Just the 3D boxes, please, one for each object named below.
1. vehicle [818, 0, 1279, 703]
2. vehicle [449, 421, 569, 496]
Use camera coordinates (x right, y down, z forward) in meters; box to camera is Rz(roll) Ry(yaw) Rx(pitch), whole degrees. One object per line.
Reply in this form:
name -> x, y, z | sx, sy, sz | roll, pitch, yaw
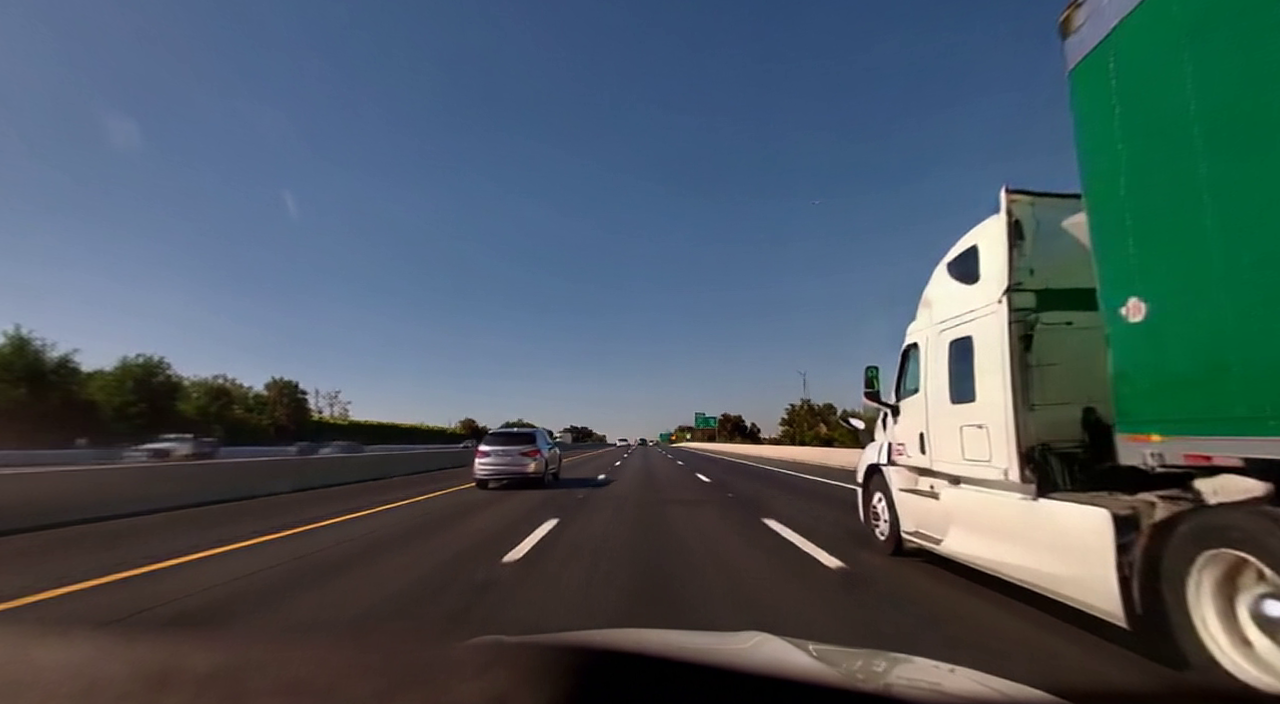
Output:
vehicle -> 3.812, 0.054, 5.328 | 3.037, 4.014, 6.276 | 1, -7, 3
vehicle -> -3.256, 2.770, 16.754 | 2.189, 1.707, 4.692 | 0, -8, 0
